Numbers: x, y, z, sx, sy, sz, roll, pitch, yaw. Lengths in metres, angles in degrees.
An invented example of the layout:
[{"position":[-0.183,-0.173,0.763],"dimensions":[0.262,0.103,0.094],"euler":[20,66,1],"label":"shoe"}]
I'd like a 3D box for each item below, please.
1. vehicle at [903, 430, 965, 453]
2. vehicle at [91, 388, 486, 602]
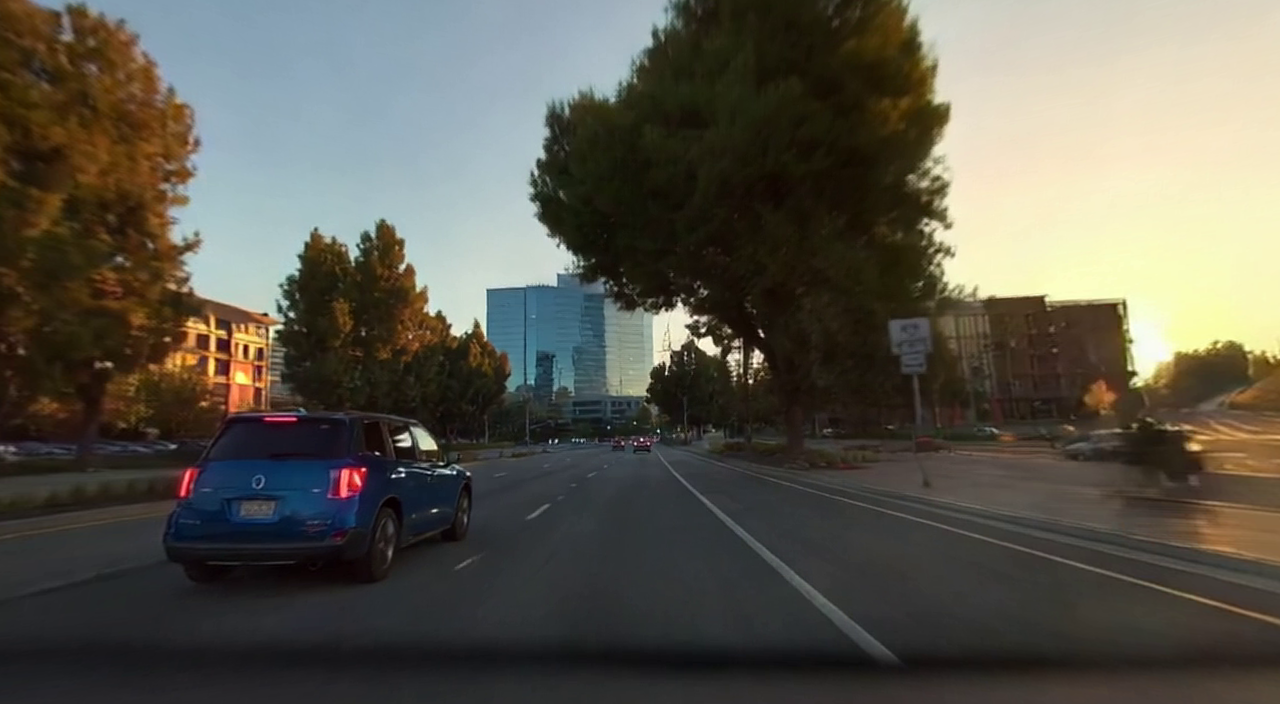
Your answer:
[{"position":[23.288,7.102,49.909],"dimensions":[4.000,1.458,1.640],"euler":[-4,-6,0],"label":"vehicle"},{"position":[-3.387,1.478,7.387],"dimensions":[2.033,1.713,4.503],"euler":[0,-8,0],"label":"vehicle"}]
